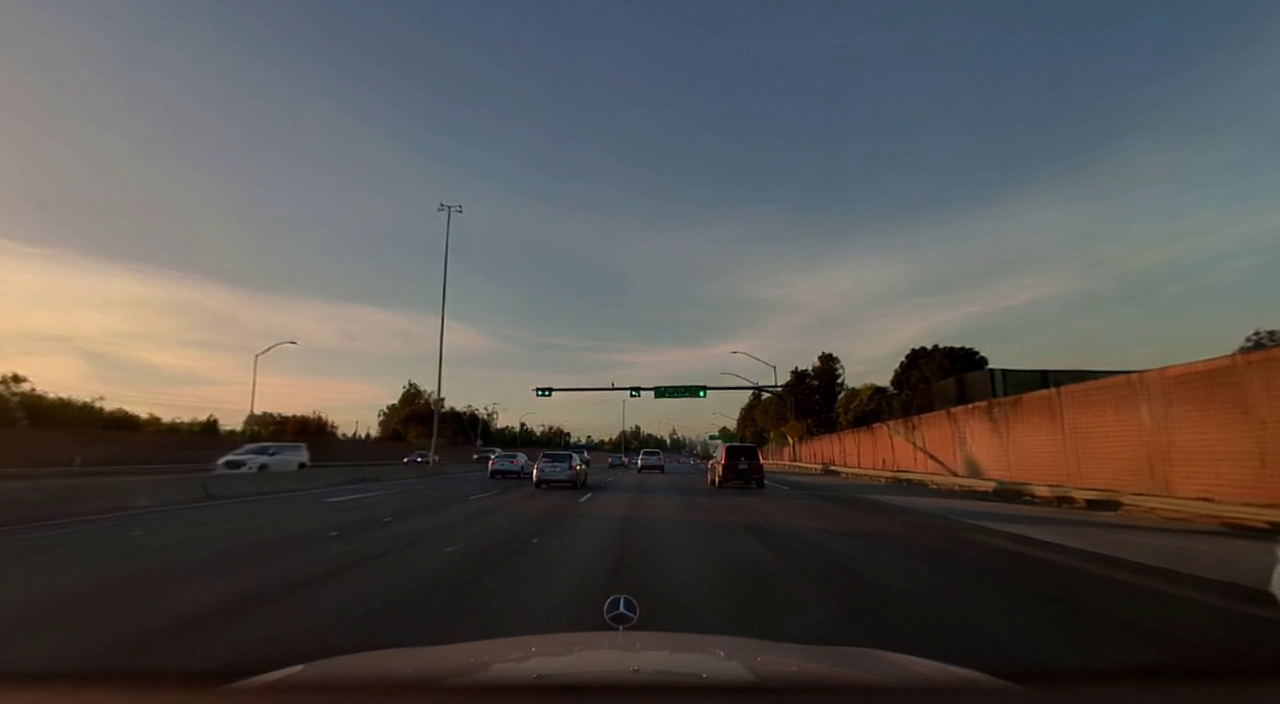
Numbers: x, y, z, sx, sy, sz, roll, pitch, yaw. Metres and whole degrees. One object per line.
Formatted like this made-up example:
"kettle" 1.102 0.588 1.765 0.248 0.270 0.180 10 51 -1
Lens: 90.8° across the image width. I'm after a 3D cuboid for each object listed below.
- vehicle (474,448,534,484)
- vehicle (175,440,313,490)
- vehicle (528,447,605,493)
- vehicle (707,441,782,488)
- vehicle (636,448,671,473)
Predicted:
"vehicle" -6.022 5.055 28.360 1.835 1.504 3.612 0 -9 1
"vehicle" -15.482 4.412 25.114 2.213 1.749 4.890 0 -9 2
"vehicle" -2.557 4.241 23.201 2.130 1.514 4.766 0 -9 1
"vehicle" 4.116 4.527 25.741 2.320 1.735 4.408 0 -9 0
"vehicle" 1.023 7.948 46.402 2.408 1.748 4.217 0 -9 2
